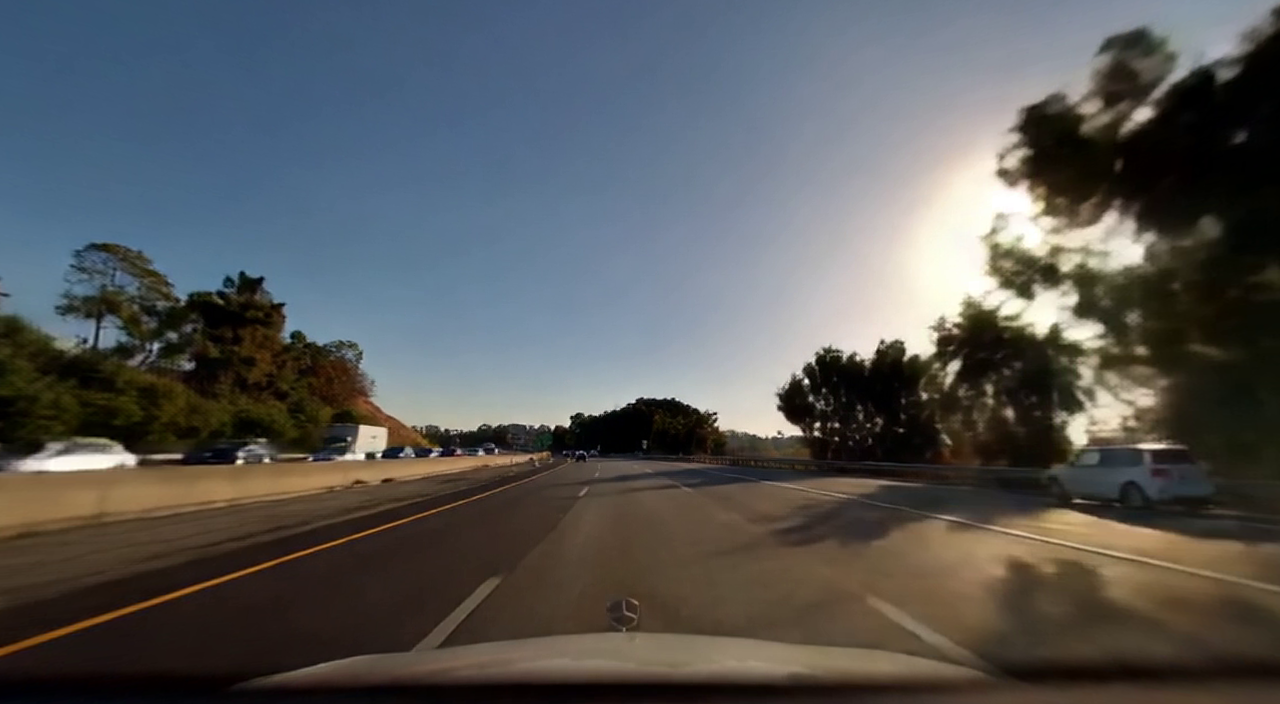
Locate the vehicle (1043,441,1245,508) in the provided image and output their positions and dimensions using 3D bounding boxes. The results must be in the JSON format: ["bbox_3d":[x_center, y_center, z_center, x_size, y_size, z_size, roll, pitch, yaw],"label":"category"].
[{"bbox_3d":[14.691,3.564,18.722,2.020,1.738,4.549,0,-9,-3],"label":"vehicle"}]

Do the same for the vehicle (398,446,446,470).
[{"bbox_3d":[-14.641,7.143,42.284,1.870,1.494,4.423,0,-9,-3],"label":"vehicle"}]

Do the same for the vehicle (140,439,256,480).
[{"bbox_3d":[-20.709,5.056,29.686,2.010,1.739,4.935,0,-9,-3],"label":"vehicle"}]

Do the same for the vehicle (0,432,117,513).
[{"bbox_3d":[-13.063,2.363,12.338,1.842,1.507,4.406,0,-9,-3],"label":"vehicle"}]

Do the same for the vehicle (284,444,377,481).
[{"bbox_3d":[-13.840,4.964,28.383,1.898,1.484,4.729,0,-9,-2],"label":"vehicle"}]
